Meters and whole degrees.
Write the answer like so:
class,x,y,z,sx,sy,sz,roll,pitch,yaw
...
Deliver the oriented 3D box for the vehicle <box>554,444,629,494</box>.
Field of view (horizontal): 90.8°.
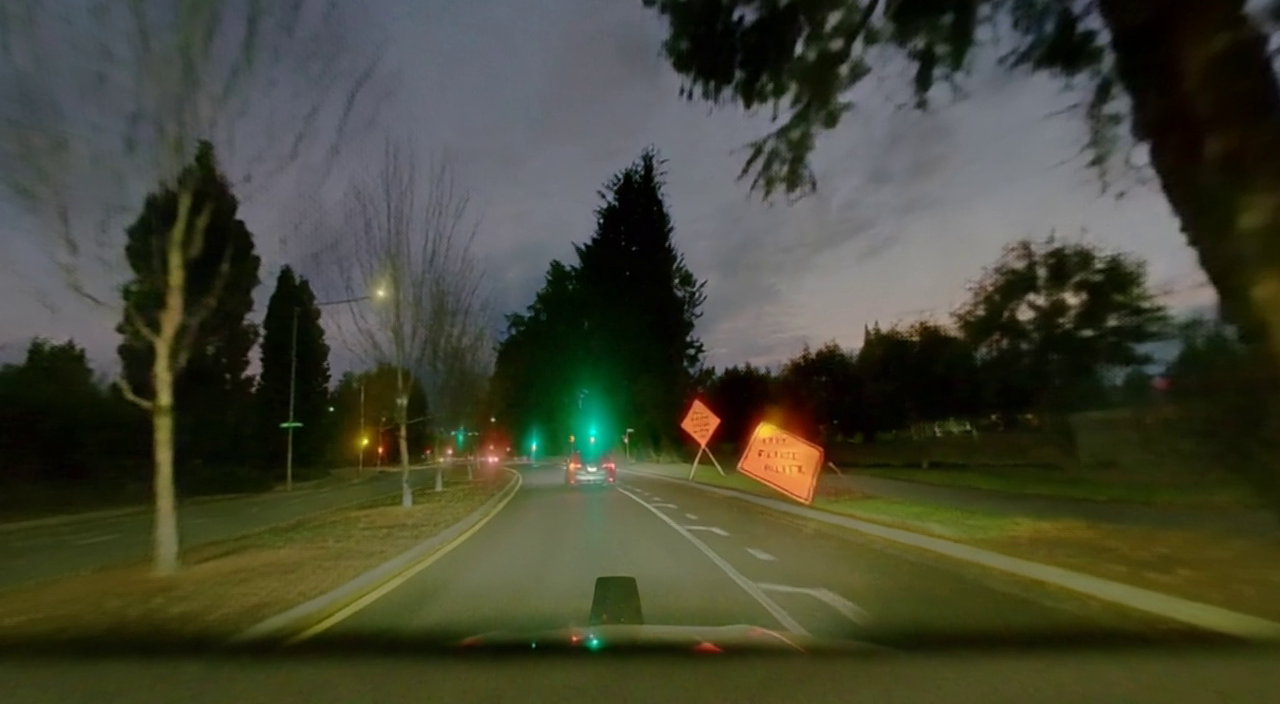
class,x,y,z,sx,sy,sz,roll,pitch,yaw
vehicle,-1.803,3.965,21.882,2.266,1.508,4.430,1,-9,-9
